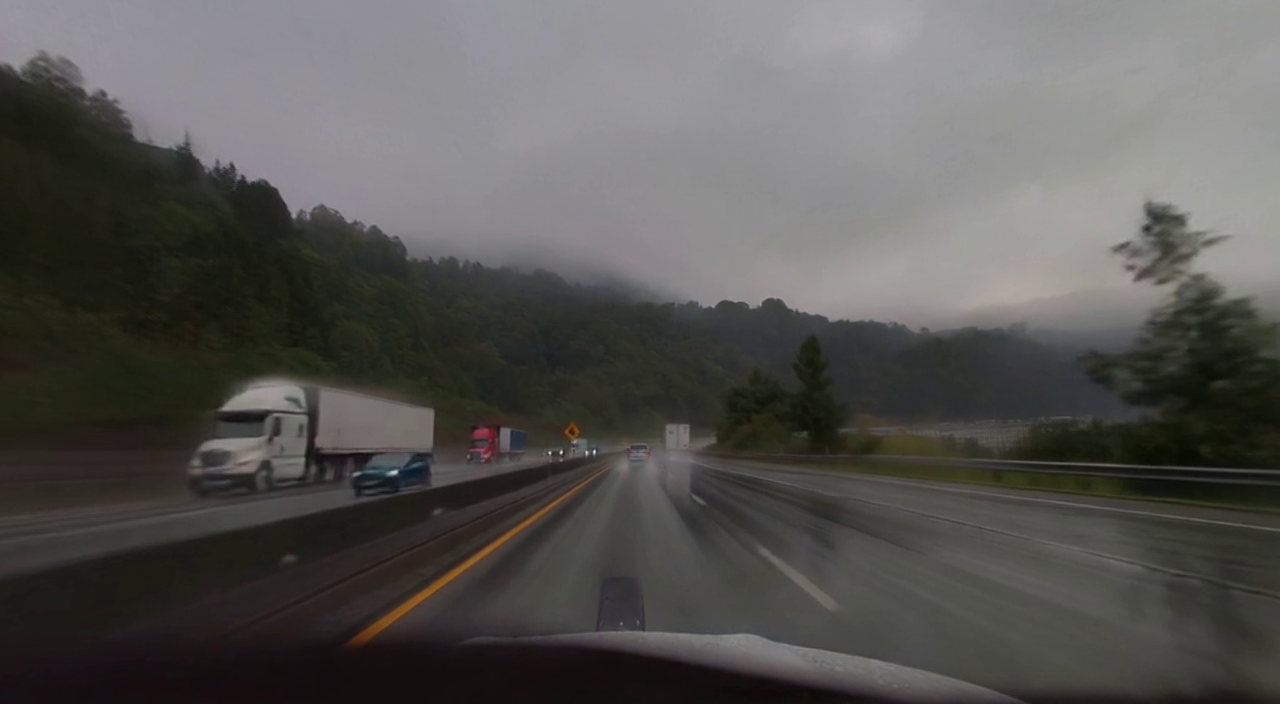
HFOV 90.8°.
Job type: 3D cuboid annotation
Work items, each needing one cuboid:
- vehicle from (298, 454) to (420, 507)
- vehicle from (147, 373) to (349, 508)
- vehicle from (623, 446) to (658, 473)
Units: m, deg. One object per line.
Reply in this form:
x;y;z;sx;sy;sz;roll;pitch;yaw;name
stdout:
-8.825;4.026;20.265;1.912;1.462;4.317;0;-9;0;vehicle
-12.928;3.045;21.619;2.949;3.947;5.850;0;-9;0;vehicle
0.019;7.025;41.489;2.137;1.689;4.051;0;-9;0;vehicle
